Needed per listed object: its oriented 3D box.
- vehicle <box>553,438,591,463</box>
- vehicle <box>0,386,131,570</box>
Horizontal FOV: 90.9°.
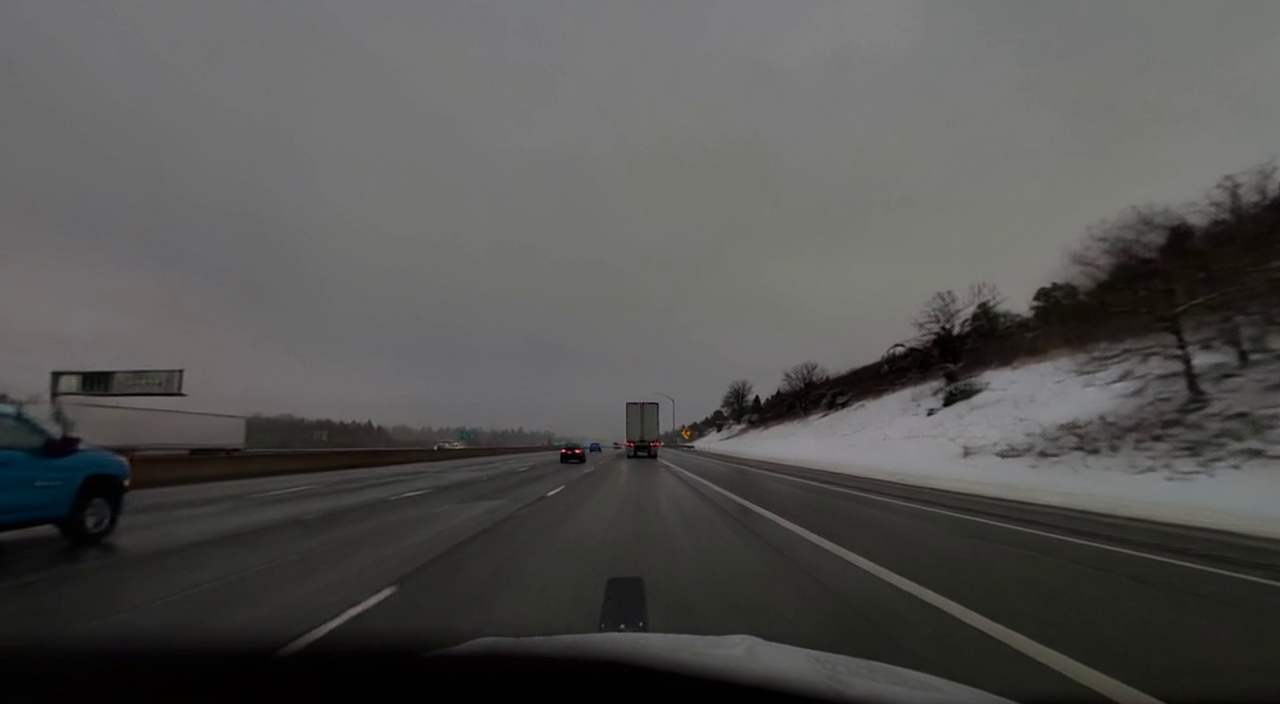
[{"bbox_3d":[-4.318,6.296,40.464,1.983,1.508,4.060,0,-8,0],"label":"vehicle"},{"bbox_3d":[-7.513,1.097,5.211,2.113,1.837,5.339,0,-8,0],"label":"vehicle"}]
